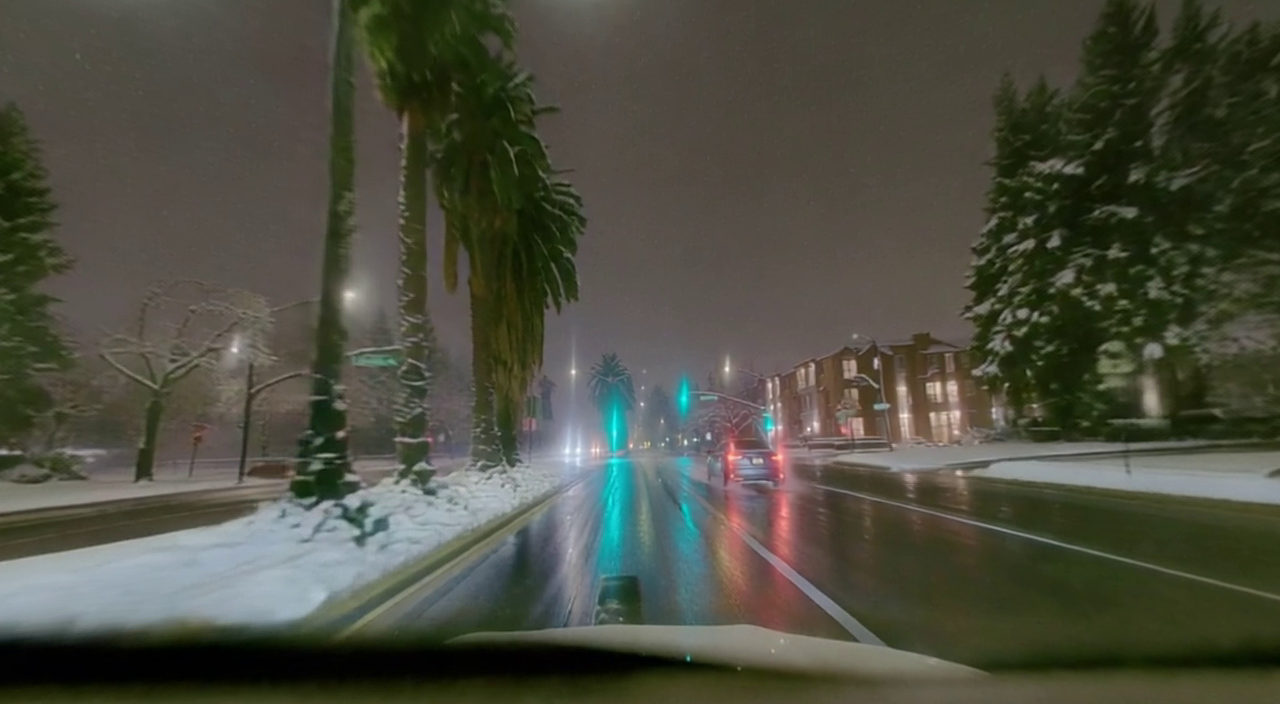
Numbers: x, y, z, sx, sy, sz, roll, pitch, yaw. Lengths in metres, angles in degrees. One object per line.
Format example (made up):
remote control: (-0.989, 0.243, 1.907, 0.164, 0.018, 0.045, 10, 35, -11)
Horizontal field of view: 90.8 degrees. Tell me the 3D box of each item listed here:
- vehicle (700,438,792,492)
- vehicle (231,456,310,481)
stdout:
vehicle: (3.099, 3.403, 19.428, 1.964, 1.448, 4.295, 0, -8, -1)
vehicle: (-26.748, 8.431, 45.790, 4.558, 1.718, 2.151, -2, -8, 9)
